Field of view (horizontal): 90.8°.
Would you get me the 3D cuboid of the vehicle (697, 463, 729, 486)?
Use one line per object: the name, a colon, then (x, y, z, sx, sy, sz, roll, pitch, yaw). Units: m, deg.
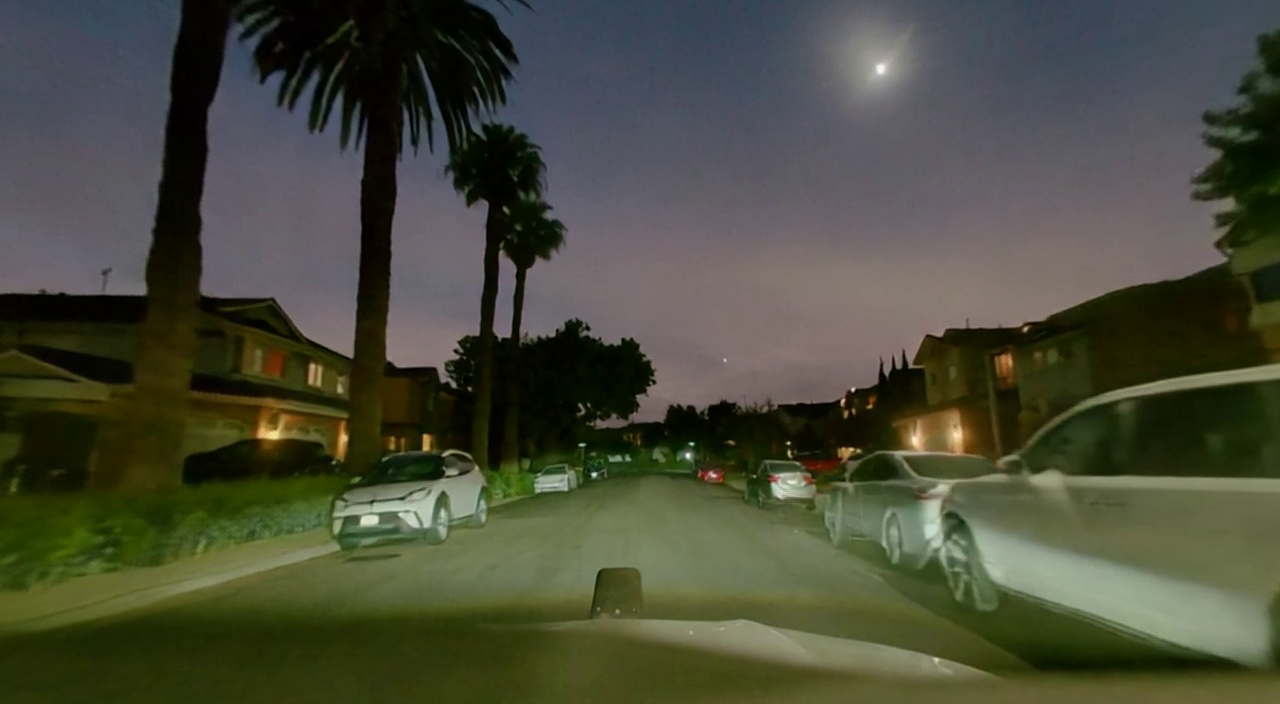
vehicle: (5.245, 8.829, 45.839, 1.867, 1.480, 4.678, -1, -9, 1)

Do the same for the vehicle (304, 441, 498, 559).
vehicle: (-4.460, 2.775, 12.787, 2.147, 1.823, 4.725, -1, -8, -1)

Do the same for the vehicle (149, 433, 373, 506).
vehicle: (-10.814, 3.374, 18.409, 4.991, 1.947, 2.329, 0, -8, -1)

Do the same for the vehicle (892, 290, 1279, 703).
vehicle: (3.790, 0.954, 3.809, 2.184, 2.038, 6.212, -1, -9, 2)

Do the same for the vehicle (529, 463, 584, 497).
vehicle: (-3.980, 6.174, 30.736, 2.080, 1.479, 4.531, -1, -10, 0)

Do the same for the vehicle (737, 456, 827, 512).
vehicle: (4.519, 4.249, 20.810, 1.987, 1.567, 4.112, 0, -9, 0)
